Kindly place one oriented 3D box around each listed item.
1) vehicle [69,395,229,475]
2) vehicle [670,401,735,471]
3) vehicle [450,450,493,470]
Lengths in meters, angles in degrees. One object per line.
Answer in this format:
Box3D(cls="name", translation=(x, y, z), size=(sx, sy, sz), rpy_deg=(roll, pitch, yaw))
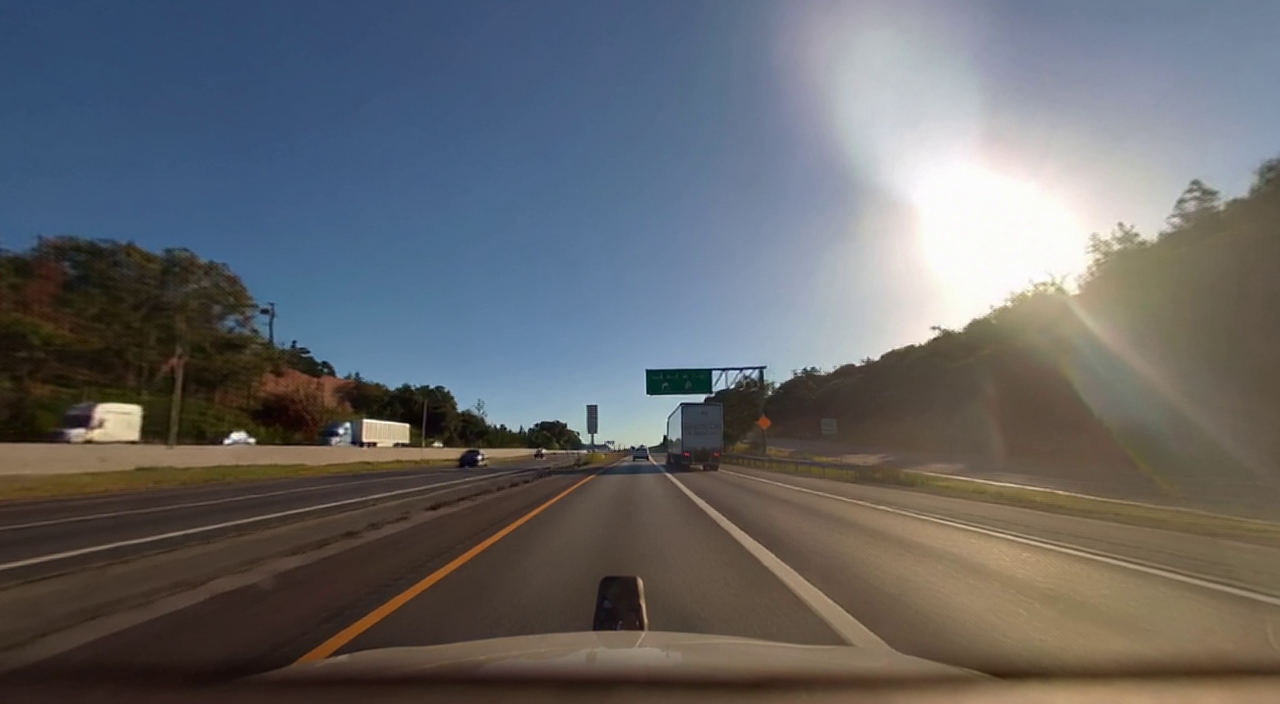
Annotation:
Box3D(cls="vehicle", translation=(-26.567, 4.643, 34.593), size=(3.120, 3.923, 6.859), rpy_deg=(0, -9, 0))
Box3D(cls="vehicle", translation=(4.012, 5.952, 43.736), size=(3.185, 4.154, 12.638), rpy_deg=(0, -9, 0))
Box3D(cls="vehicle", translation=(-12.942, 8.332, 48.668), size=(1.933, 1.482, 4.661), rpy_deg=(-1, -9, 1))
